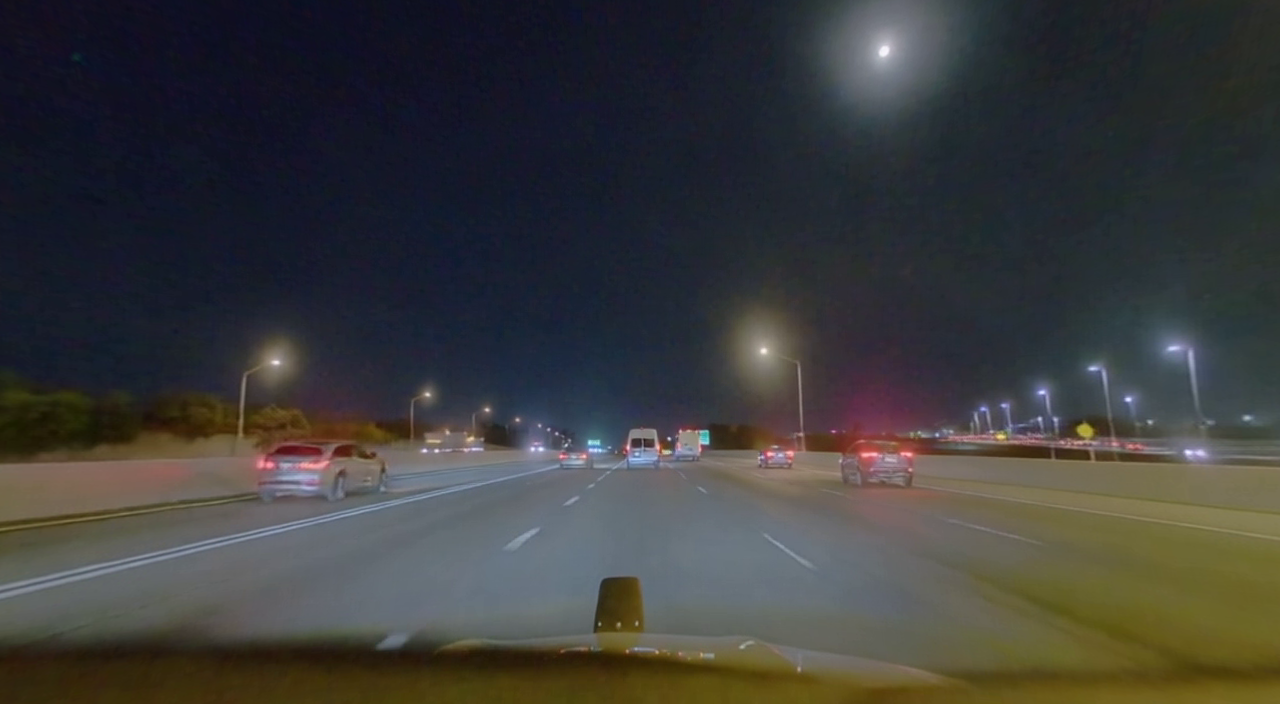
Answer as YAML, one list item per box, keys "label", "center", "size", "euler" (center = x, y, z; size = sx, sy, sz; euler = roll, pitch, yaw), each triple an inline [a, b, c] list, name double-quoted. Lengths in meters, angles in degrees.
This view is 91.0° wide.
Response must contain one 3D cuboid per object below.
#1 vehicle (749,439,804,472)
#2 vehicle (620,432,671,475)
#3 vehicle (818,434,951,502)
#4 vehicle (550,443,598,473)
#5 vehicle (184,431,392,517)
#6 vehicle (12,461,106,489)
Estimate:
- label: "vehicle"
  center: [7.999, 6.090, 37.381]
  size: [2.147, 1.808, 5.243]
  euler: [0, -9, 0]
- label: "vehicle"
  center: [0.286, 5.313, 33.162]
  size: [2.509, 2.062, 4.639]
  euler: [0, -9, 0]
- label: "vehicle"
  center: [6.786, 3.253, 18.127]
  size: [2.146, 1.678, 4.489]
  euler: [0, -9, 2]
- label: "vehicle"
  center: [-3.671, 6.008, 35.921]
  size: [2.173, 1.542, 4.781]
  euler: [0, -9, 1]
- label: "vehicle"
  center: [-7.667, 2.684, 14.415]
  size: [2.108, 1.619, 4.548]
  euler: [0, -9, 0]
- label: "vehicle"
  center: [-33.497, 7.074, 36.452]
  size: [1.689, 1.459, 3.831]
  euler: [0, -9, 1]
